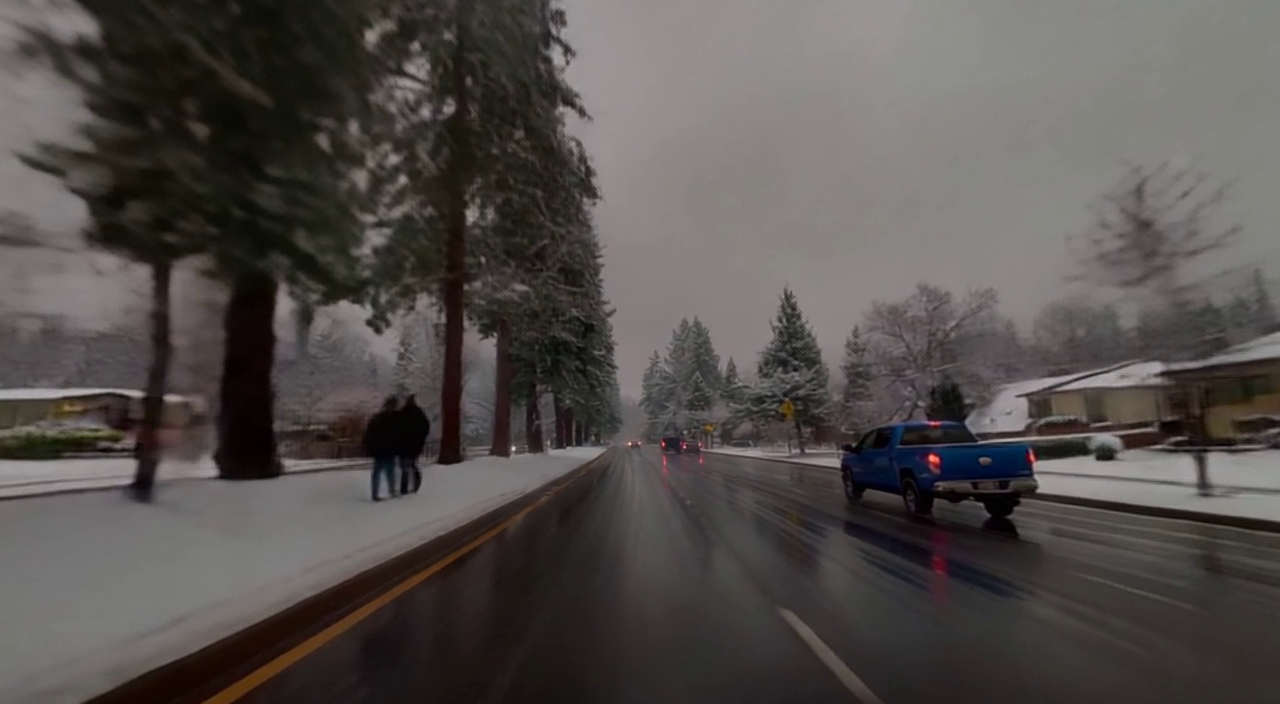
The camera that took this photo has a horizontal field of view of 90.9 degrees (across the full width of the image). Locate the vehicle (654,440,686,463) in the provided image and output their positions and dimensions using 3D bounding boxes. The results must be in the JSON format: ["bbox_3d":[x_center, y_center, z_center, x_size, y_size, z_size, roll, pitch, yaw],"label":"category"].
[{"bbox_3d":[2.246,7.508,47.828,2.061,1.632,4.222,1,-8,-2],"label":"vehicle"}]

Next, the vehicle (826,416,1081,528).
[{"bbox_3d":[5.877,2.332,12.997,2.262,1.769,5.666,0,-8,-1],"label":"vehicle"}]
